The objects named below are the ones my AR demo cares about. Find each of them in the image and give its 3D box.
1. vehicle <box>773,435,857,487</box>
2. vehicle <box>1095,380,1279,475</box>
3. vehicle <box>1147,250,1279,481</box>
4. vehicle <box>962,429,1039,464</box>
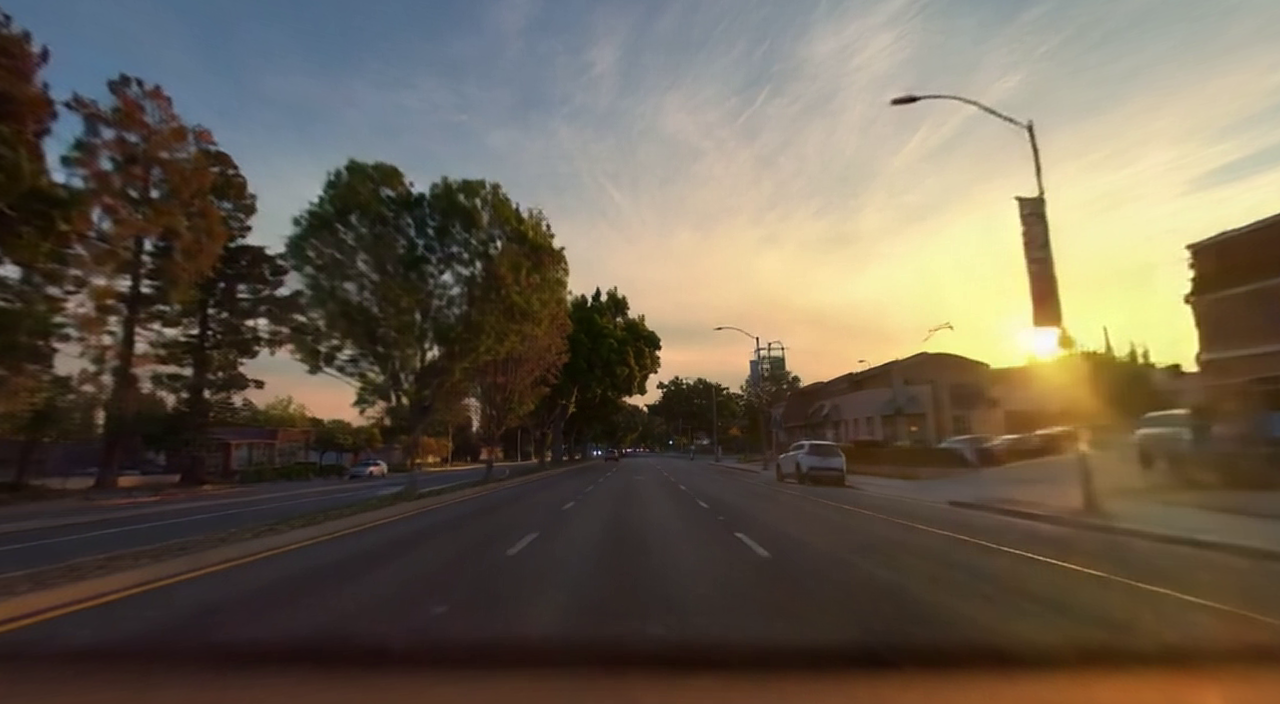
[{"bbox_3d":[7.010,4.415,25.853,1.954,1.907,4.736,0,-9,-1],"label":"vehicle"},{"bbox_3d":[13.904,1.723,13.681,6.592,1.676,4.007,5,-10,-29],"label":"vehicle"},{"bbox_3d":[24.049,-0.236,16.291,16.415,6.611,1.394,-7,-11,26],"label":"vehicle"},{"bbox_3d":[14.409,3.776,25.210,3.386,1.301,0.852,5,-10,-27],"label":"vehicle"}]
